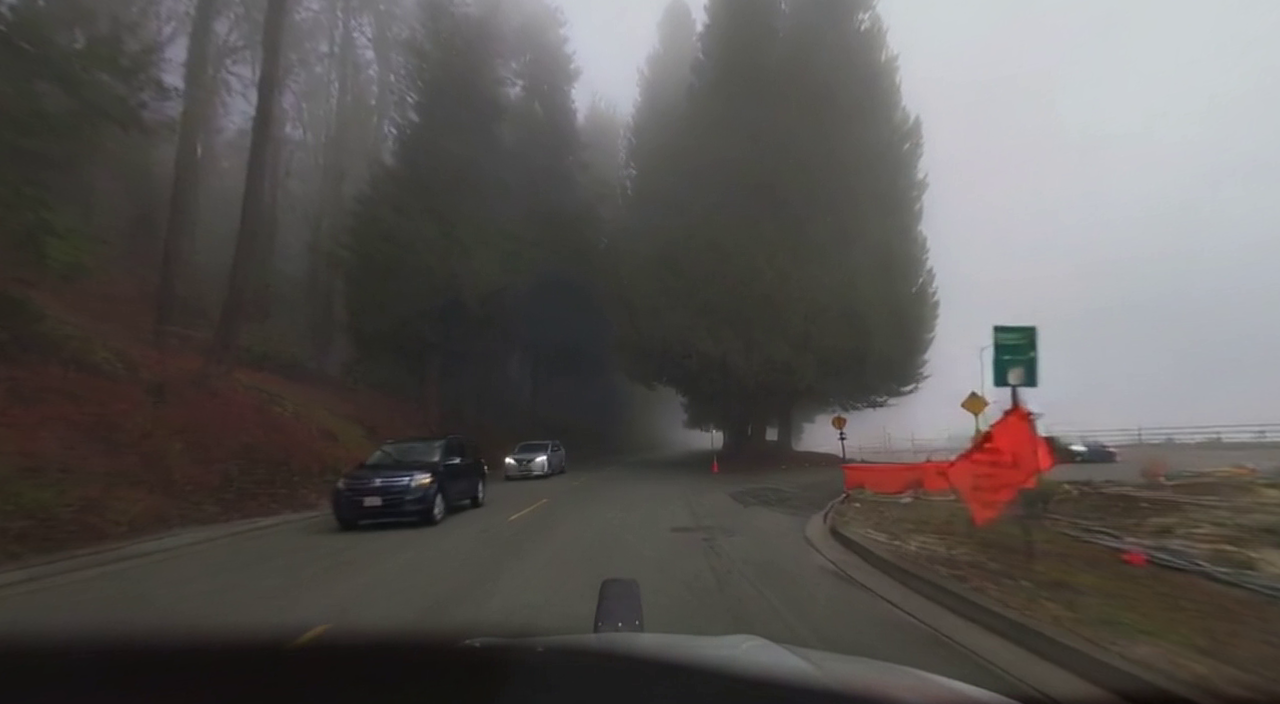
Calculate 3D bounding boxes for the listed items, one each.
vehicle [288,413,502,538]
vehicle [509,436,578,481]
[{"bbox_3d":[-4.412,2.313,12.483,2.119,1.935,4.881,-1,-8,2],"label":"vehicle"},{"bbox_3d":[-4.095,4.618,27.743,2.033,1.765,4.698,-1,-8,4],"label":"vehicle"}]
